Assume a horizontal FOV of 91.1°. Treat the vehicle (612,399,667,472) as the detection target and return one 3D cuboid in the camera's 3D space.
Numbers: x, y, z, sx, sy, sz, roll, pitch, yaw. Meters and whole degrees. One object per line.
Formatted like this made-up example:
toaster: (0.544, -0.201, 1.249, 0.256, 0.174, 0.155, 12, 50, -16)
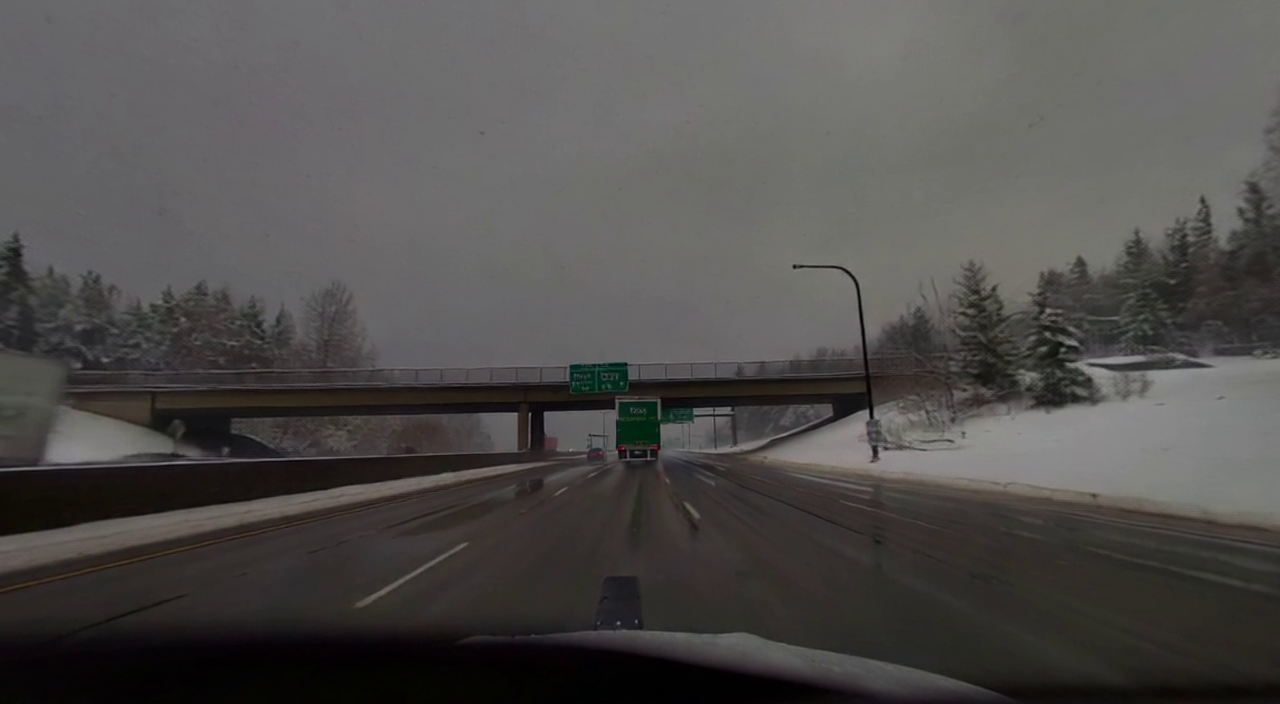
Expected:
vehicle: (-0.115, 5.607, 41.285, 3.025, 4.002, 12.709, 0, -9, -1)
